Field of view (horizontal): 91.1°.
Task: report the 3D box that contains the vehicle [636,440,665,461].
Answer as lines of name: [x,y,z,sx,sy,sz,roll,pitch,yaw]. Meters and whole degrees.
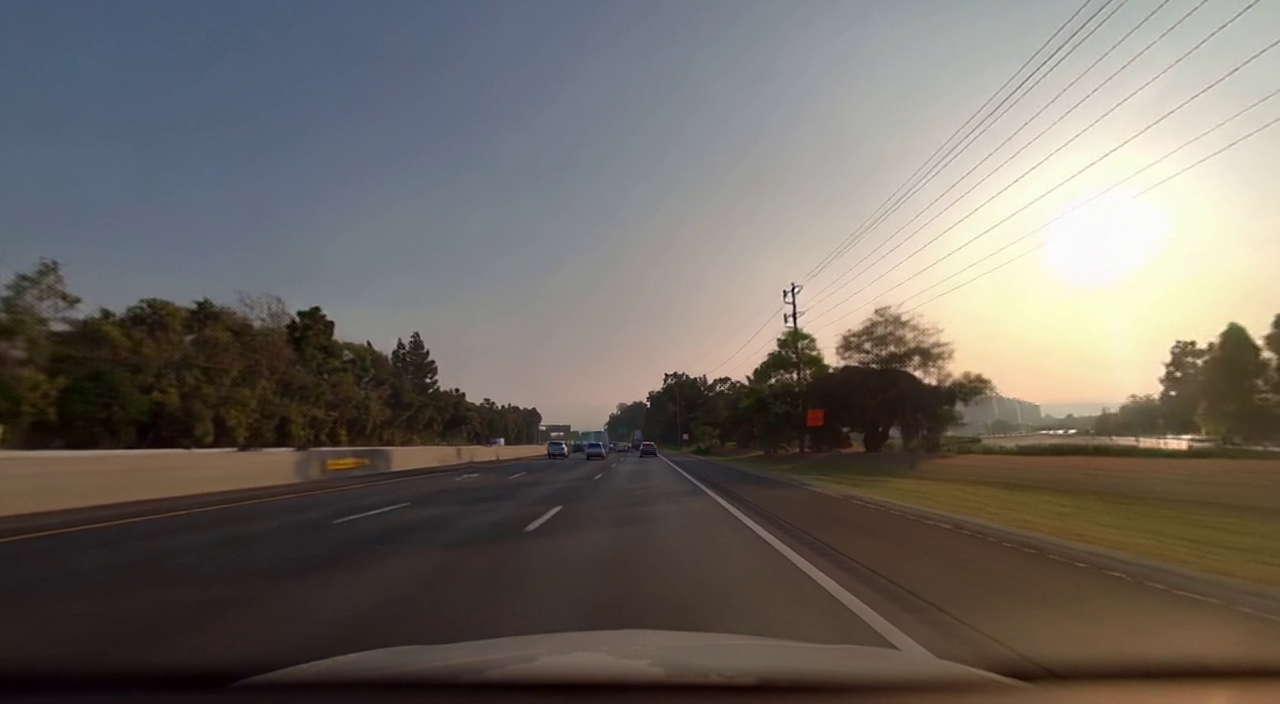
vehicle: [0.763,7.421,47.433,2.057,1.453,3.926,0,-8,0]

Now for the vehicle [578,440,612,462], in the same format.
vehicle: [-3.196,7.137,45.240,2.046,1.478,4.111,0,-8,1]
